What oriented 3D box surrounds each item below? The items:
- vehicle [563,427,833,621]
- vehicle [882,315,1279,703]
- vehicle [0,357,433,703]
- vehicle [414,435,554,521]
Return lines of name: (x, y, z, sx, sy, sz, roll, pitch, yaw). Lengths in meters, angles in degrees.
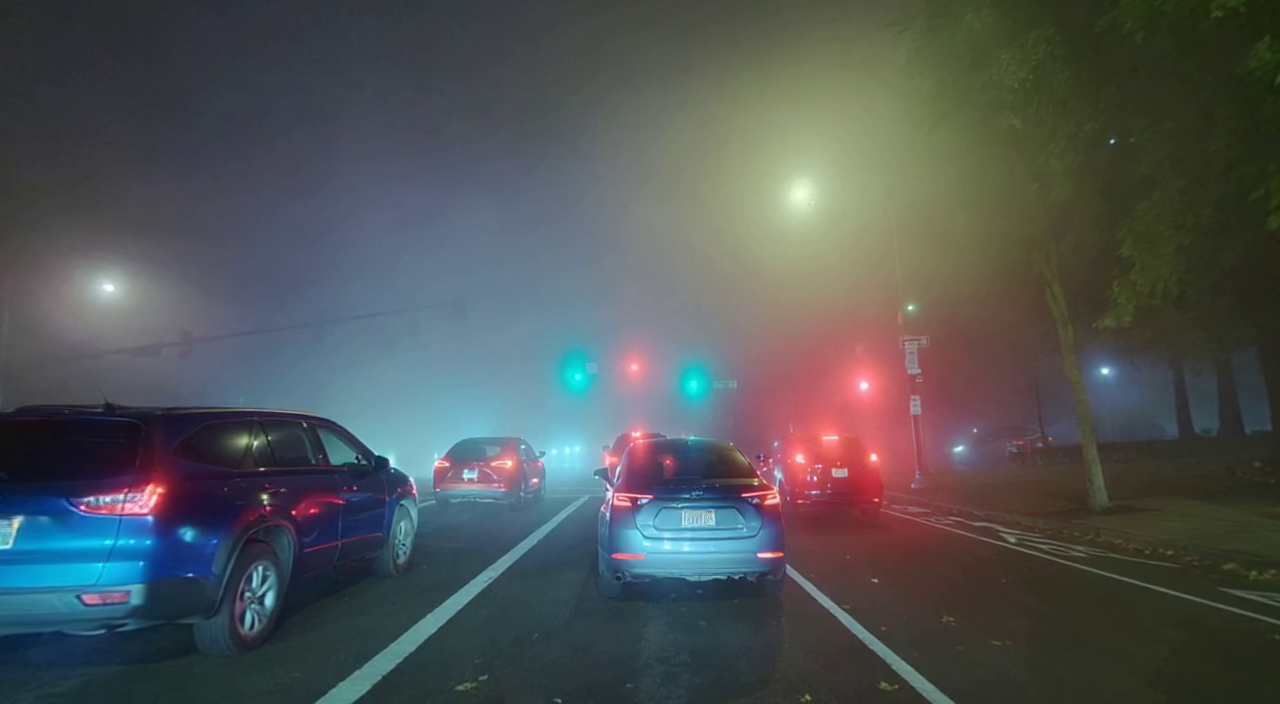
vehicle: (0.440, 1.603, 6.809, 2.051, 1.460, 3.932, 0, -8, 0)
vehicle: (3.015, 0.915, 3.048, 1.880, 1.747, 4.500, 0, -8, 0)
vehicle: (-3.469, 1.217, 5.285, 1.889, 1.767, 4.289, 0, -8, 1)
vehicle: (-3.075, 2.562, 13.326, 1.868, 1.516, 4.114, 0, -8, 1)
